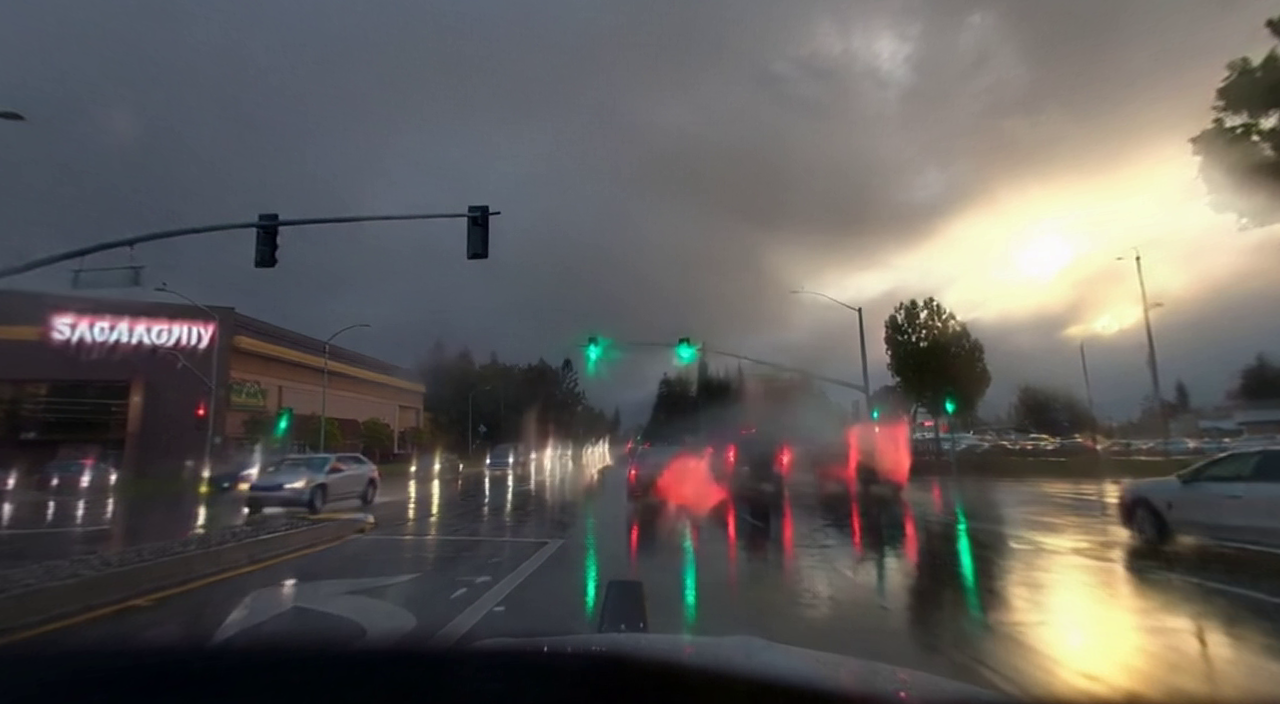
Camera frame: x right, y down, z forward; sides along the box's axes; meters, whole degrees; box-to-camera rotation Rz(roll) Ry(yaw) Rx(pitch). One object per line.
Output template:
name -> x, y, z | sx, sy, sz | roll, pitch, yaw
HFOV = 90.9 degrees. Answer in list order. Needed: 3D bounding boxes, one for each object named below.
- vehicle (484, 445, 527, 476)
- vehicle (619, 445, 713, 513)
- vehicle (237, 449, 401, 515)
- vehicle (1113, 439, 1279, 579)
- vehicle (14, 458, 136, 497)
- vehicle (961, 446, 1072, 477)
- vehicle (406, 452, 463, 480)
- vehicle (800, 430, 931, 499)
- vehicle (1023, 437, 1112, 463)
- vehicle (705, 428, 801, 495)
vehicle -> -8.291, 6.678, 39.213 | 1.904, 1.789, 4.021 | 0, -8, -1
vehicle -> 0.525, 3.040, 15.638 | 2.038, 1.447, 3.756 | 0, -8, -1
vehicle -> -8.191, 3.310, 16.666 | 2.002, 1.469, 4.301 | 0, -8, 1
vehicle -> 7.878, 1.714, 6.907 | 1.905, 1.498, 4.463 | 0, -8, 0
vehicle -> -29.059, 6.418, 32.496 | 4.789, 1.828, 2.025 | -2, -9, 11
vehicle -> 18.464, 5.374, 31.060 | 4.227, 1.460, 1.777 | 0, -8, 2
vehicle -> -12.425, 6.891, 38.467 | 1.969, 1.486, 4.773 | 0, -8, -1
vehicle -> 7.285, 3.684, 21.139 | 2.323, 2.009, 5.266 | 0, -8, -1
vehicle -> 31.436, 7.221, 46.474 | 4.885, 1.883, 2.107 | 0, -8, 2
vehicle -> 3.859, 3.864, 22.686 | 2.358, 2.116, 5.328 | 0, -8, -1
